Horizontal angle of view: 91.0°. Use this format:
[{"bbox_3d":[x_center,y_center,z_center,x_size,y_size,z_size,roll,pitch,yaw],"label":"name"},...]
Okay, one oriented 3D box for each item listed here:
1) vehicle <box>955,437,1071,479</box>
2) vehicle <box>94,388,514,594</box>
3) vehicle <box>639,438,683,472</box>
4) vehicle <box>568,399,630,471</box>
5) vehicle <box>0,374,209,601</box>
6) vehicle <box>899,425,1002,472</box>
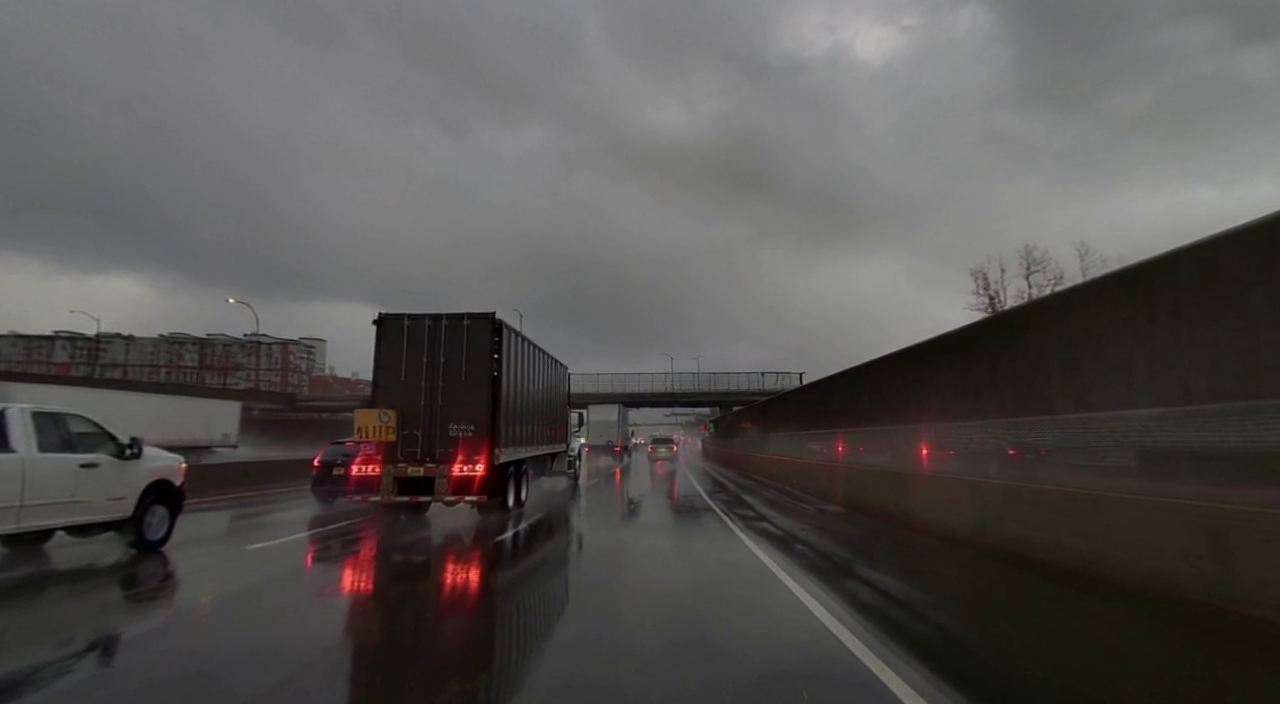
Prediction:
[{"bbox_3d":[14.403,4.112,24.687,1.859,1.452,4.749,-1,-9,3],"label":"vehicle"},{"bbox_3d":[-3.348,1.508,7.371,2.896,1.779,3.441,-1,-9,3],"label":"vehicle"},{"bbox_3d":[1.110,5.362,32.812,2.178,1.640,4.071,-1,-9,2],"label":"vehicle"},{"bbox_3d":[-2.340,5.293,39.601,3.073,3.894,9.782,0,-9,1],"label":"vehicle"},{"bbox_3d":[-6.751,1.192,5.514,2.323,1.959,5.038,0,-9,1],"label":"vehicle"},{"bbox_3d":[14.758,4.655,30.399,2.241,2.052,5.864,-1,-9,3],"label":"vehicle"}]
